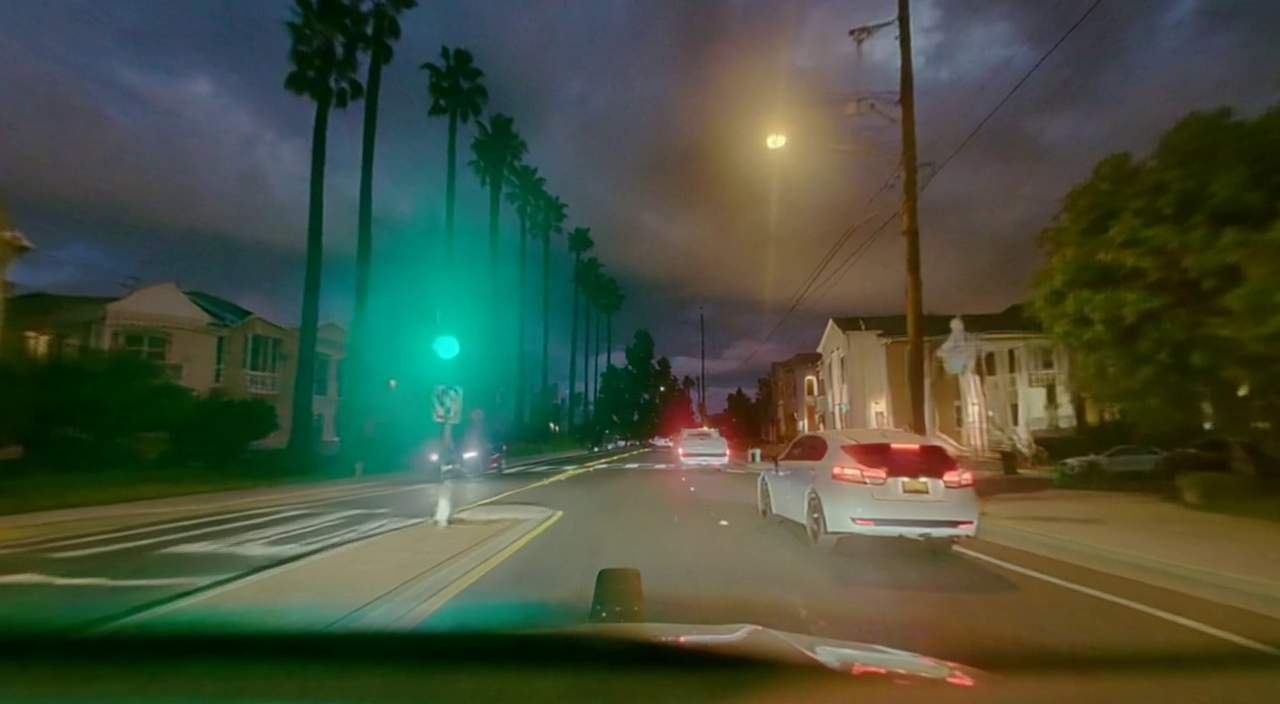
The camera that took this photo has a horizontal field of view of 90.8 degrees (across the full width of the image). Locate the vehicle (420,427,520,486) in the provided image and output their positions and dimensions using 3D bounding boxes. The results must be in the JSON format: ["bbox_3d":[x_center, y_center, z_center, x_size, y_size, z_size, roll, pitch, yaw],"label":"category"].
[{"bbox_3d":[-6.165,3.780,23.445,2.069,1.820,4.388,-3,-6,6],"label":"vehicle"}]

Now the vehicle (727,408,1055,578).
[{"bbox_3d":[2.676,1.651,8.200,2.096,1.552,4.519,1,-9,-5],"label":"vehicle"}]

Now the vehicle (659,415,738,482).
[{"bbox_3d":[1.839,3.272,21.472,2.109,2.002,4.424,0,-9,-2],"label":"vehicle"}]
